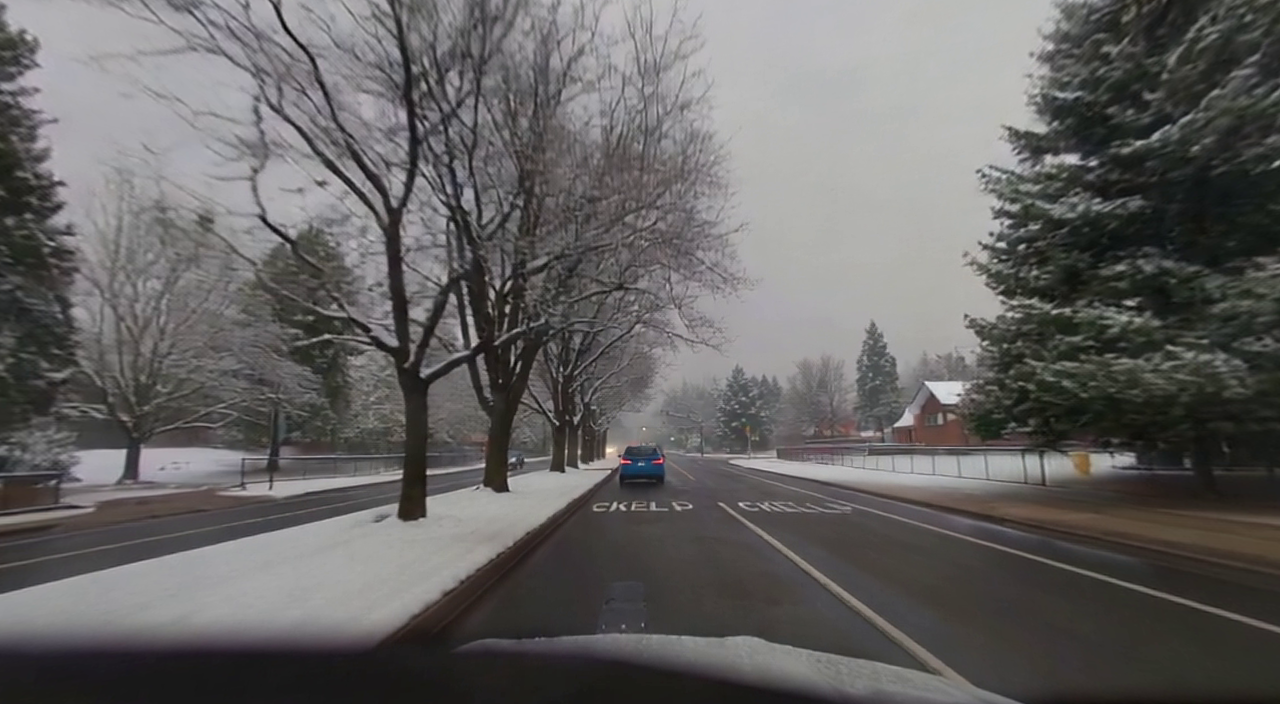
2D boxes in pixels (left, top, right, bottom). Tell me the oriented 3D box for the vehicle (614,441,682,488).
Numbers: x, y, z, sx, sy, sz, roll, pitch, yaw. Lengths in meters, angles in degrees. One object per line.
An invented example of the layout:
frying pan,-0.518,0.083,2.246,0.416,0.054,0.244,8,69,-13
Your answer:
vehicle,0.257,3.953,22.495,2.158,1.469,4.909,0,-9,0

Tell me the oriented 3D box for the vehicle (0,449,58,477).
vehicle,-39.112,6.886,39.155,1.858,1.621,3.767,-2,-9,12

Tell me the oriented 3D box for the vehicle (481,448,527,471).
vehicle,-9.178,7.303,42.919,2.030,1.468,4.469,-1,-9,2
